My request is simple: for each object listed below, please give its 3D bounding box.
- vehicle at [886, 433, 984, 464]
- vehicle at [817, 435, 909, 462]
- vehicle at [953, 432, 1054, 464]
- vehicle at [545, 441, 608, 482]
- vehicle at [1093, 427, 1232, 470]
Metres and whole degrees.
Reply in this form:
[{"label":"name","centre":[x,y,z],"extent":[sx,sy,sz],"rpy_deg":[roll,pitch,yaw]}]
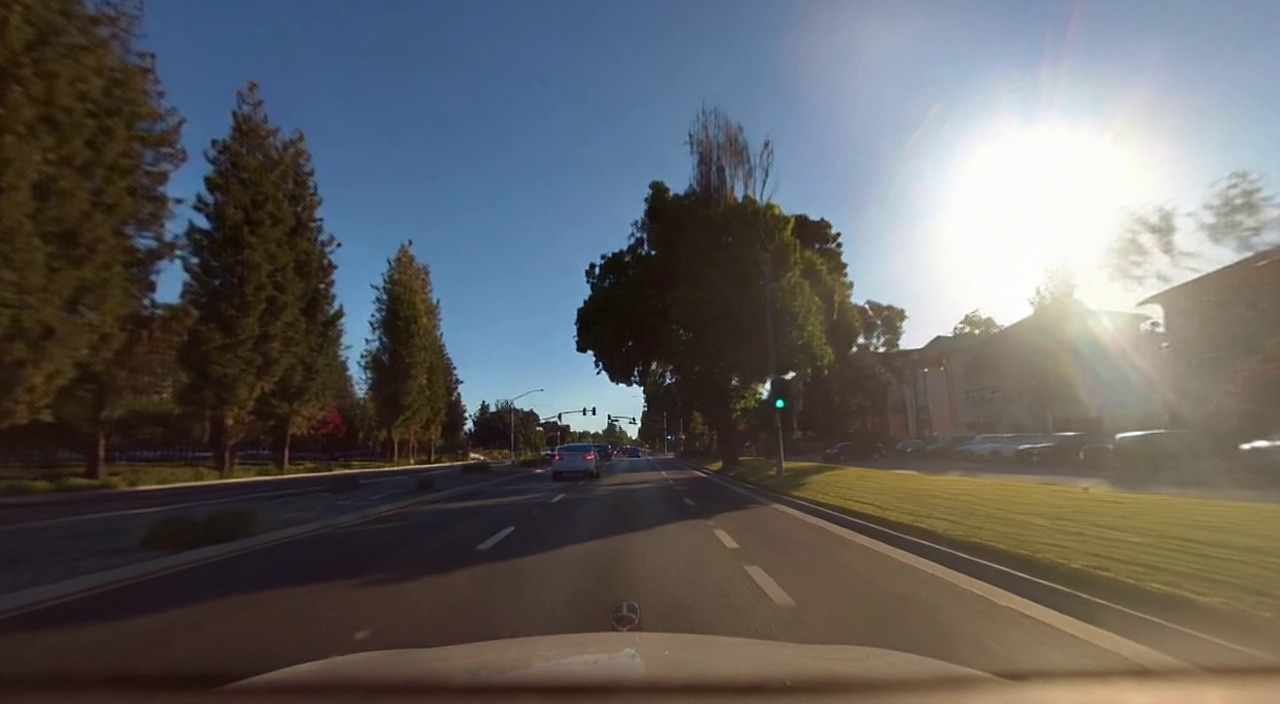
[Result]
[{"label":"vehicle","centre":[16.670,5.472,35.820],"extent":[4.564,1.663,2.033],"rpy_deg":[1,-9,-9]},{"label":"vehicle","centre":[15.418,6.681,43.875],"extent":[5.604,1.833,2.128],"rpy_deg":[1,-9,-8]},{"label":"vehicle","centre":[17.290,4.568,30.156],"extent":[3.846,1.488,1.695],"rpy_deg":[1,-9,-8]},{"label":"vehicle","centre":[-2.511,4.491,26.224],"extent":[2.011,1.498,4.914],"rpy_deg":[0,-9,1]},{"label":"vehicle","centre":[18.322,3.387,22.212],"extent":[3.731,1.430,1.640],"rpy_deg":[1,-9,-11]}]
